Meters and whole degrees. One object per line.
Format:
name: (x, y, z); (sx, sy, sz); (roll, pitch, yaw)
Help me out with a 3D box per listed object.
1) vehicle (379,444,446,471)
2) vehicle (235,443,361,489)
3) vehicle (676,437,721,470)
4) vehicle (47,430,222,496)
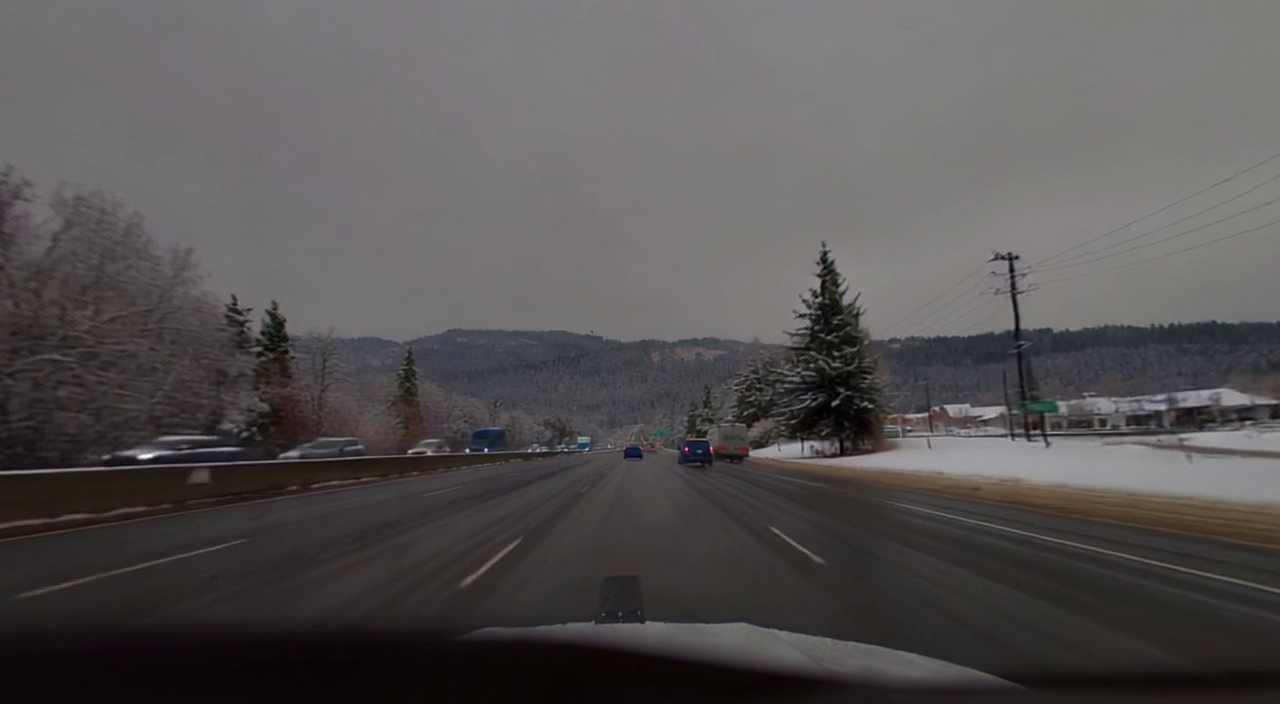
vehicle: (-13.506, 6.312, 37.884); (2.057, 1.477, 5.327); (0, -9, 0)
vehicle: (-13.734, 4.592, 25.853); (2.059, 1.632, 5.389); (0, -9, 1)
vehicle: (3.393, 6.018, 37.474); (2.036, 1.796, 4.470); (0, -9, -2)
vehicle: (-21.097, 4.643, 26.874); (2.354, 2.455, 5.986); (0, -9, 1)
